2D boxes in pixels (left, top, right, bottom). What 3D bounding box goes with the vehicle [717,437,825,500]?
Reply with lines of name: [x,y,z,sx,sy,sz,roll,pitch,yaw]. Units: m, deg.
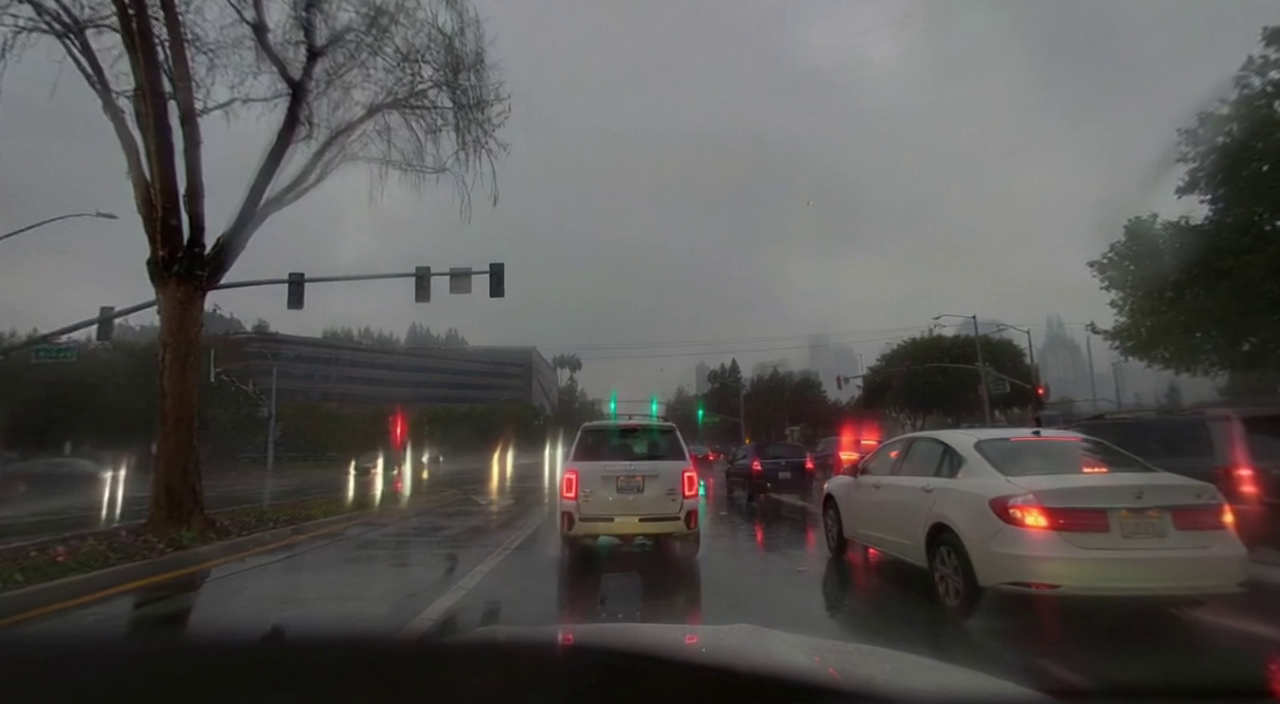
vehicle: [3.505,3.195,17.742,2.004,1.523,4.263,0,-9,-2]

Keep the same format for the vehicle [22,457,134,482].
vehicle: [-35.102,7.364,39.605,4.845,1.442,1.880,2,-9,-13]

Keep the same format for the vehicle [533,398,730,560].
vehicle: [-0.153,1.769,9.428,2.236,1.827,4.316,0,-9,-2]

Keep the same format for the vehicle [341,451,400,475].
vehicle: [-17.483,7.199,41.204,1.836,1.468,4.449,0,-9,0]

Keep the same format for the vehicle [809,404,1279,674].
vehicle: [3.374,1.450,6.151,2.034,1.558,4.774,0,-9,-1]
